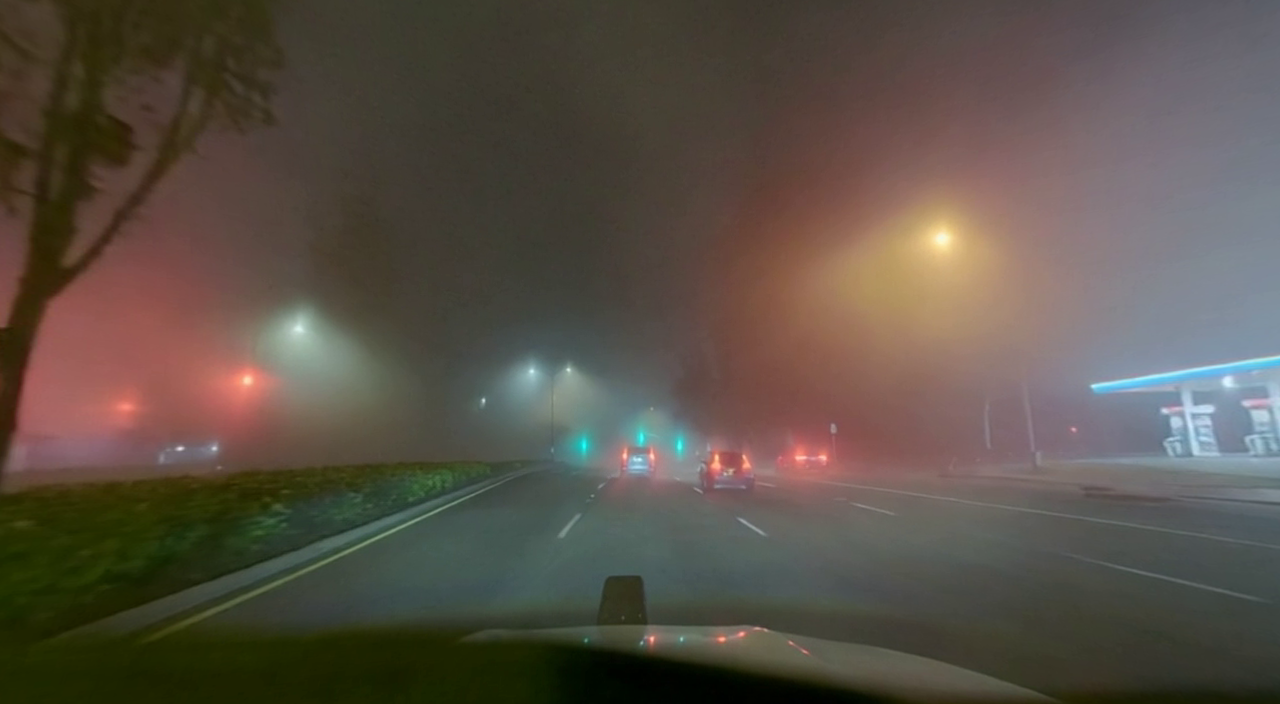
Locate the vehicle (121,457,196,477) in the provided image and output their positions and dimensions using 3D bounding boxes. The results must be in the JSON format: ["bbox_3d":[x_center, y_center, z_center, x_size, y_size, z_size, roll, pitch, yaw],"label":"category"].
[{"bbox_3d":[-37.834,9.061,49.337,4.428,1.450,1.810,0,-8,1],"label":"vehicle"}]

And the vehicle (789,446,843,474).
[{"bbox_3d":[10.186,6.264,36.701,1.906,1.488,4.251,0,-9,0],"label":"vehicle"}]

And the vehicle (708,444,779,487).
[{"bbox_3d":[3.936,4.388,24.707,1.980,1.515,4.362,0,-9,-1],"label":"vehicle"}]

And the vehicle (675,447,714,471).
[{"bbox_3d":[3.551,7.065,41.813,2.114,1.473,4.495,0,-9,-1],"label":"vehicle"}]

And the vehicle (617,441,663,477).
[{"bbox_3d":[-0.009,5.466,32.261,2.172,1.694,4.055,0,-9,0],"label":"vehicle"}]
